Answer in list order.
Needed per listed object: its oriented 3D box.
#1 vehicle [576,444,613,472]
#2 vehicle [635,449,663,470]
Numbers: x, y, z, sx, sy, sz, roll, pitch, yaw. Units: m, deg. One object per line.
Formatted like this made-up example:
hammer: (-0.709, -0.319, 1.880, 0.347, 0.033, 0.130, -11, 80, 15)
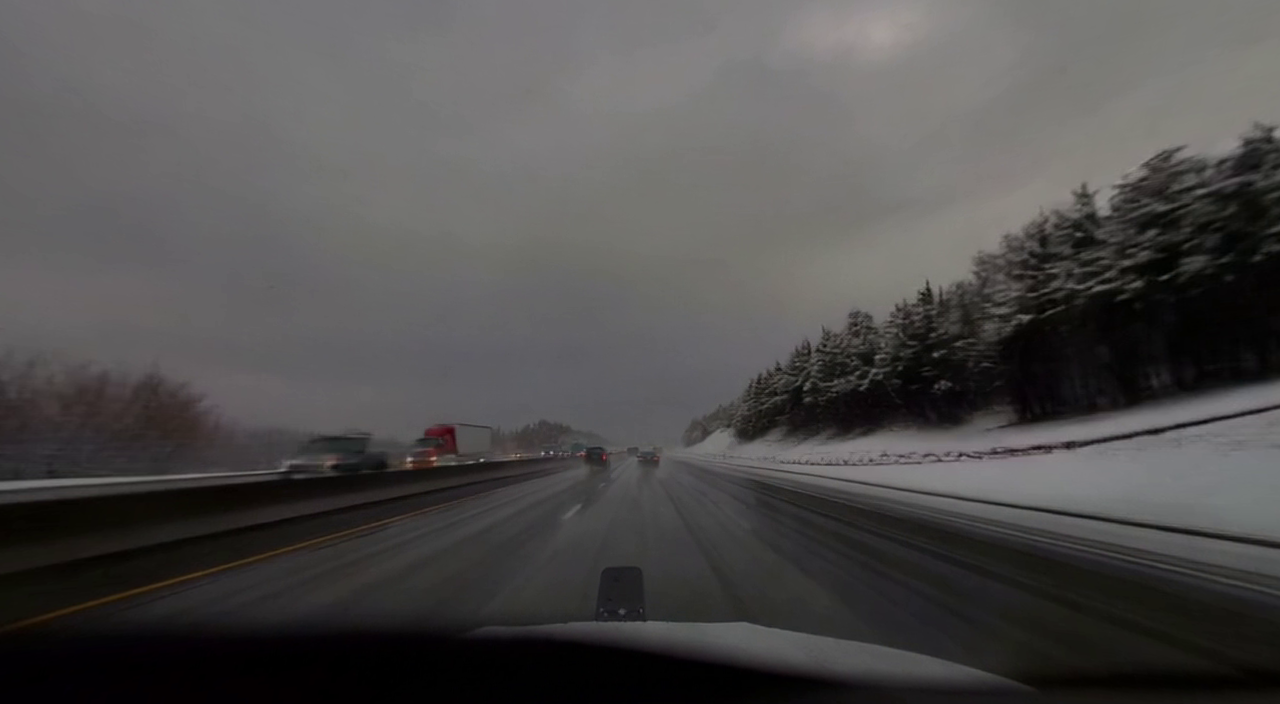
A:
vehicle: (-3.056, 7.252, 43.263, 2.143, 1.770, 4.283, 0, -9, 1)
vehicle: (0.696, 8.207, 48.141, 2.036, 1.519, 4.225, 0, -9, 0)
